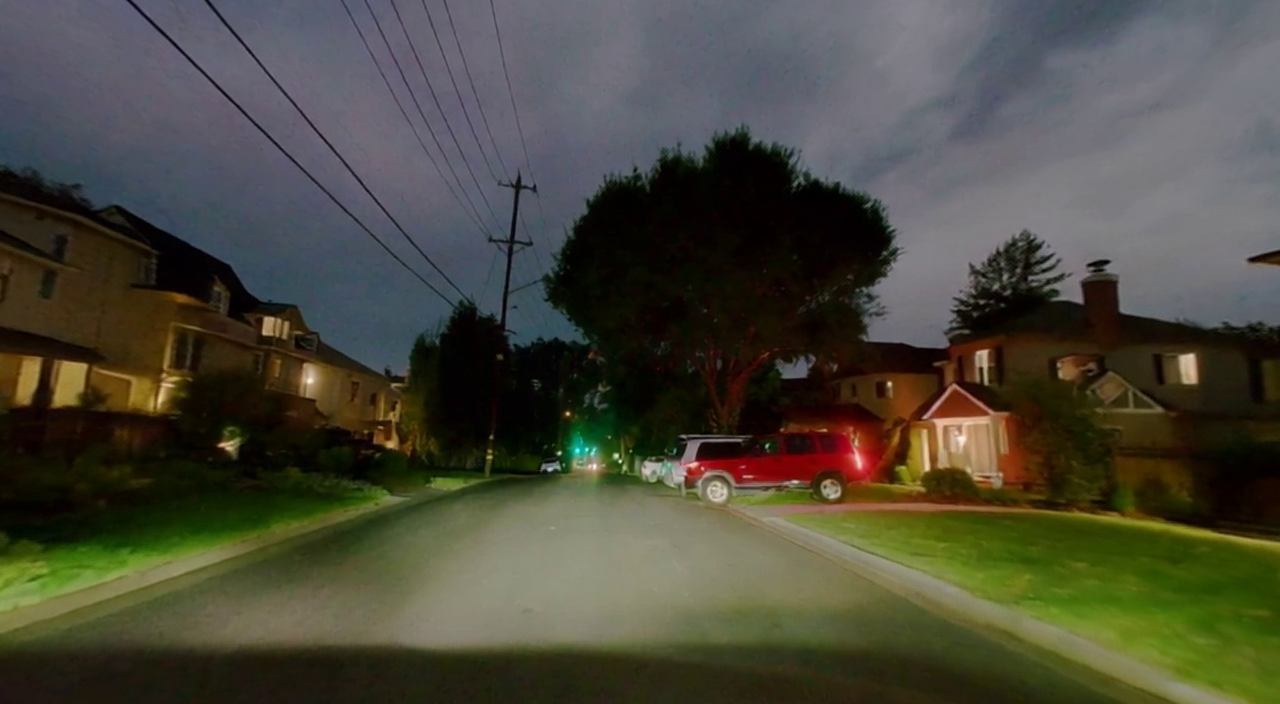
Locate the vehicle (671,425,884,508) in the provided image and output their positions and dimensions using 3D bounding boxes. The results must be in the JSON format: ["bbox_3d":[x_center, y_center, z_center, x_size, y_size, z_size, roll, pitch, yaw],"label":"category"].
[{"bbox_3d":[3.053,2.587,14.580,4.413,1.728,1.869,2,-7,-7],"label":"vehicle"}]
